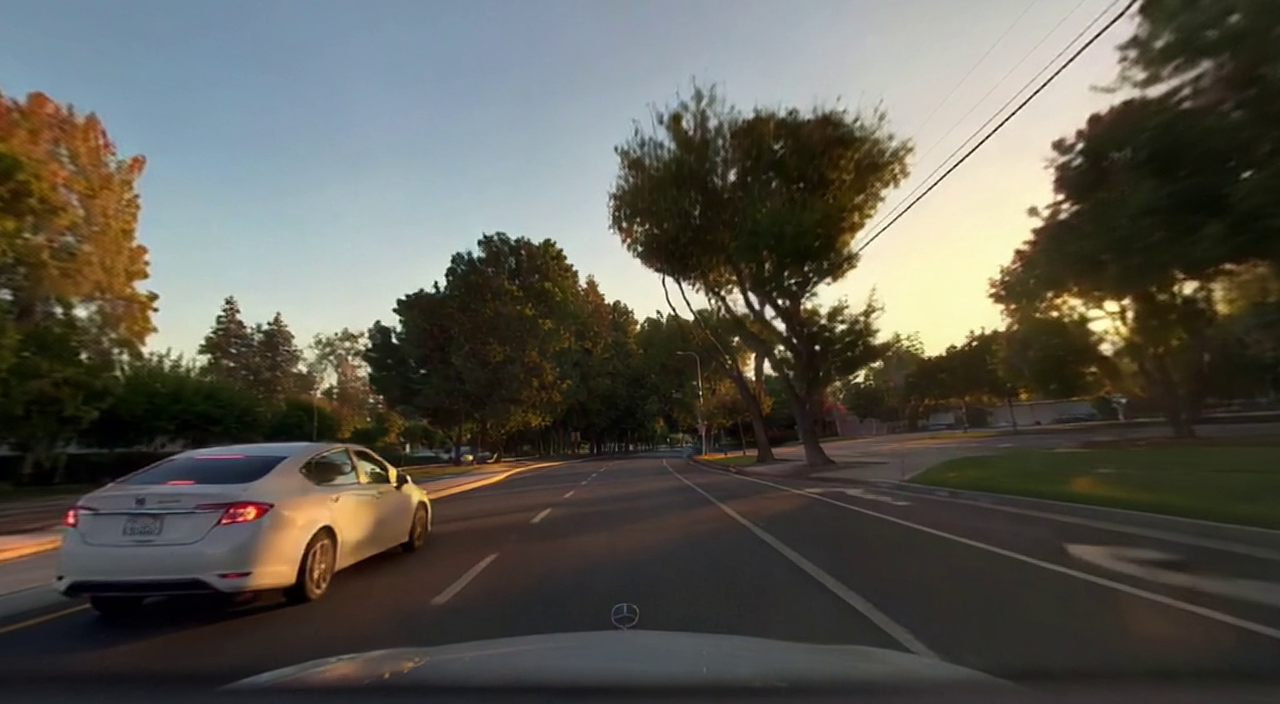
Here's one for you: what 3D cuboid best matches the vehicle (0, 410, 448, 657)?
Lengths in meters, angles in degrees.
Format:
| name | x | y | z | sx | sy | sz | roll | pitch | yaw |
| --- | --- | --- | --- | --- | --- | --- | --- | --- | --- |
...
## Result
| name | x | y | z | sx | sy | sz | roll | pitch | yaw |
| --- | --- | --- | --- | --- | --- | --- | --- | --- | --- |
| vehicle | -3.524 | 1.453 | 6.150 | 1.915 | 1.521 | 4.283 | 0 | -8 | 1 |
